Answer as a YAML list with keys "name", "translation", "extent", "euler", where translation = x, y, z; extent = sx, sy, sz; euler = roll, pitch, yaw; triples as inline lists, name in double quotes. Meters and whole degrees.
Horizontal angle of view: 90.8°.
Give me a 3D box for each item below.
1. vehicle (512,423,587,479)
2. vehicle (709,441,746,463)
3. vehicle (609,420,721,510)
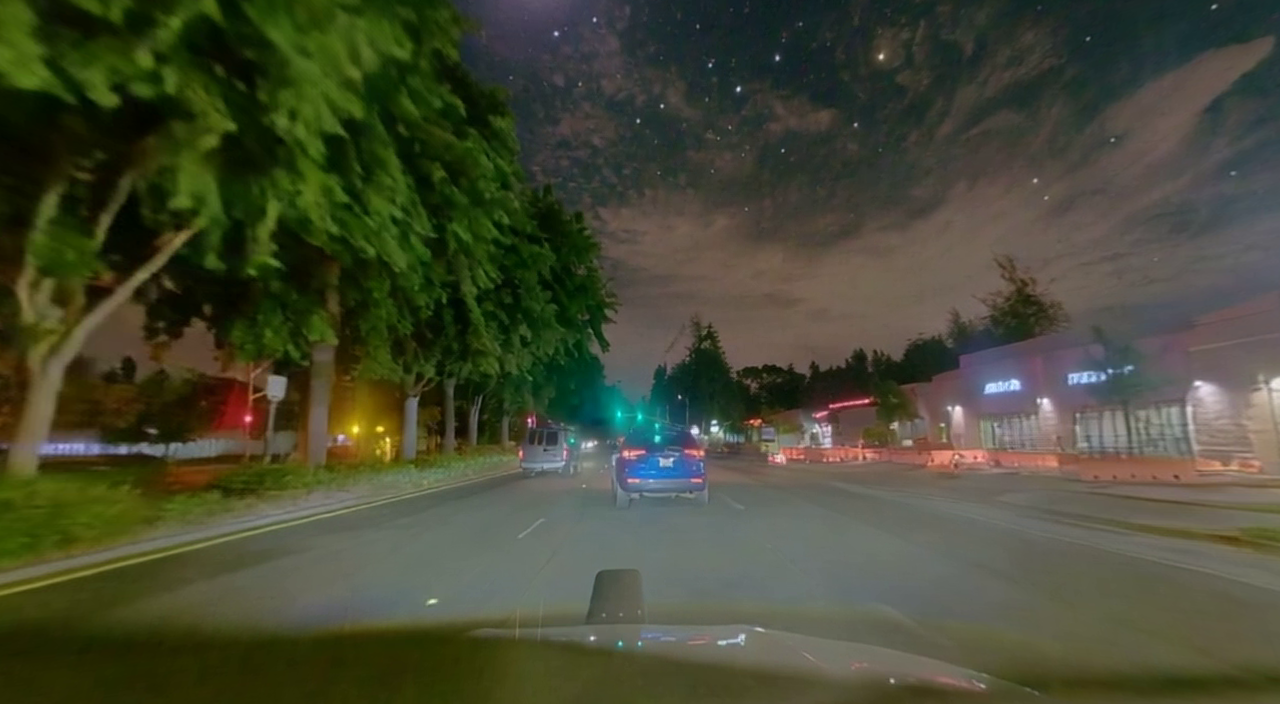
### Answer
- name: "vehicle"
  translation: [-3.608, 4.112, 26.456]
  extent: [2.357, 2.063, 5.488]
  euler: [0, -8, 0]
- name: "vehicle"
  translation: [6.462, 7.465, 47.275]
  extent: [2.076, 1.535, 4.460]
  euler: [0, -9, -1]
- name: "vehicle"
  translation: [0.382, 2.499, 14.371]
  extent: [2.168, 1.725, 4.192]
  euler: [0, -8, -3]
